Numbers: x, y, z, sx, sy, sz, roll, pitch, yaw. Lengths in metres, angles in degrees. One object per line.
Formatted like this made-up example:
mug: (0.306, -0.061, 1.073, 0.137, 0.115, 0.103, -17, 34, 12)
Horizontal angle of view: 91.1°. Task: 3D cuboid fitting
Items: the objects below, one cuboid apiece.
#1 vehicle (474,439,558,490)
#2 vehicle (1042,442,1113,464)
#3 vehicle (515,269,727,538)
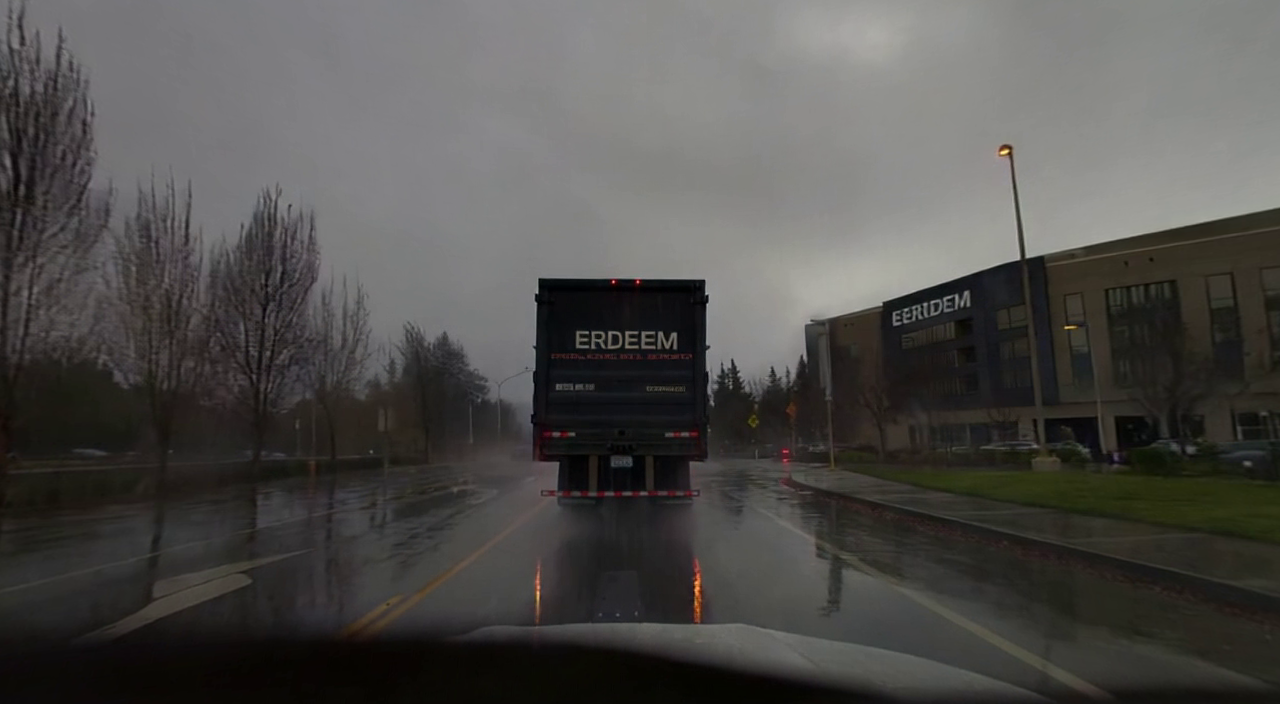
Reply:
vehicle: (-3.925, 3.607, 20.544, 1.957, 1.462, 3.878, 0, -8, 0)
vehicle: (31.373, 7.215, 45.157, 1.652, 1.423, 3.797, 5, -9, -35)
vehicle: (-0.197, 1.295, 13.407, 2.876, 3.724, 9.351, 0, -8, 1)
